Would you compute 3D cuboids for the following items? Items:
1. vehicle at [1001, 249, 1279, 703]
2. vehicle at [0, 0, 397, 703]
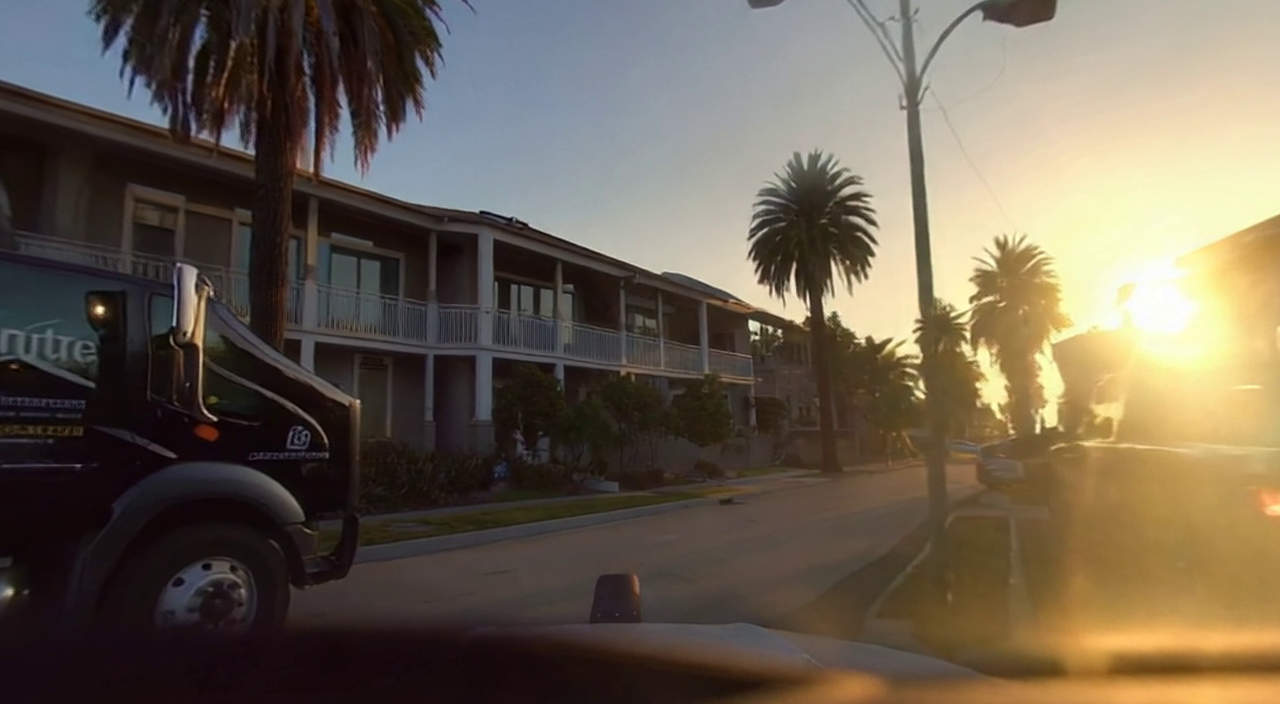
[{"bbox_3d":[4.374,0.967,4.660,2.418,2.078,5.866,-4,-9,25],"label":"vehicle"},{"bbox_3d":[-5.712,-0.449,0.543,2.998,3.659,10.517,-5,-10,30],"label":"vehicle"}]
